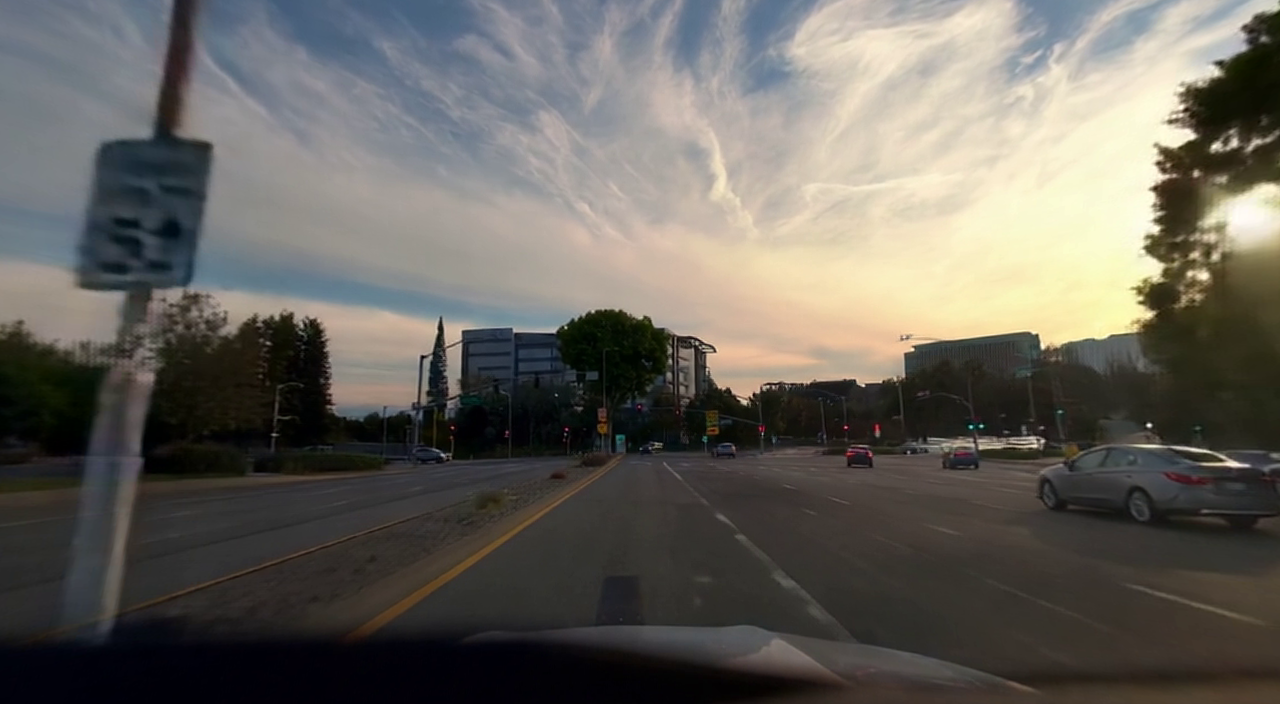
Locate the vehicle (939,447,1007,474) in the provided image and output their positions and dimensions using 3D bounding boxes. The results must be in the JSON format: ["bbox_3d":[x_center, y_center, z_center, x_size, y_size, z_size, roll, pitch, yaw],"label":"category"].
[{"bbox_3d":[20.587,6.695,39.302,1.896,1.524,4.562,0,-8,2],"label":"vehicle"}]

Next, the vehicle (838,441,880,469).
[{"bbox_3d":[15.012,7.046,43.494,1.951,1.843,4.335,-1,-8,9],"label":"vehicle"}]

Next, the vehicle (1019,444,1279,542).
[{"bbox_3d":[9.631,2.534,12.125,1.933,1.500,4.458,0,-8,0],"label":"vehicle"}]
